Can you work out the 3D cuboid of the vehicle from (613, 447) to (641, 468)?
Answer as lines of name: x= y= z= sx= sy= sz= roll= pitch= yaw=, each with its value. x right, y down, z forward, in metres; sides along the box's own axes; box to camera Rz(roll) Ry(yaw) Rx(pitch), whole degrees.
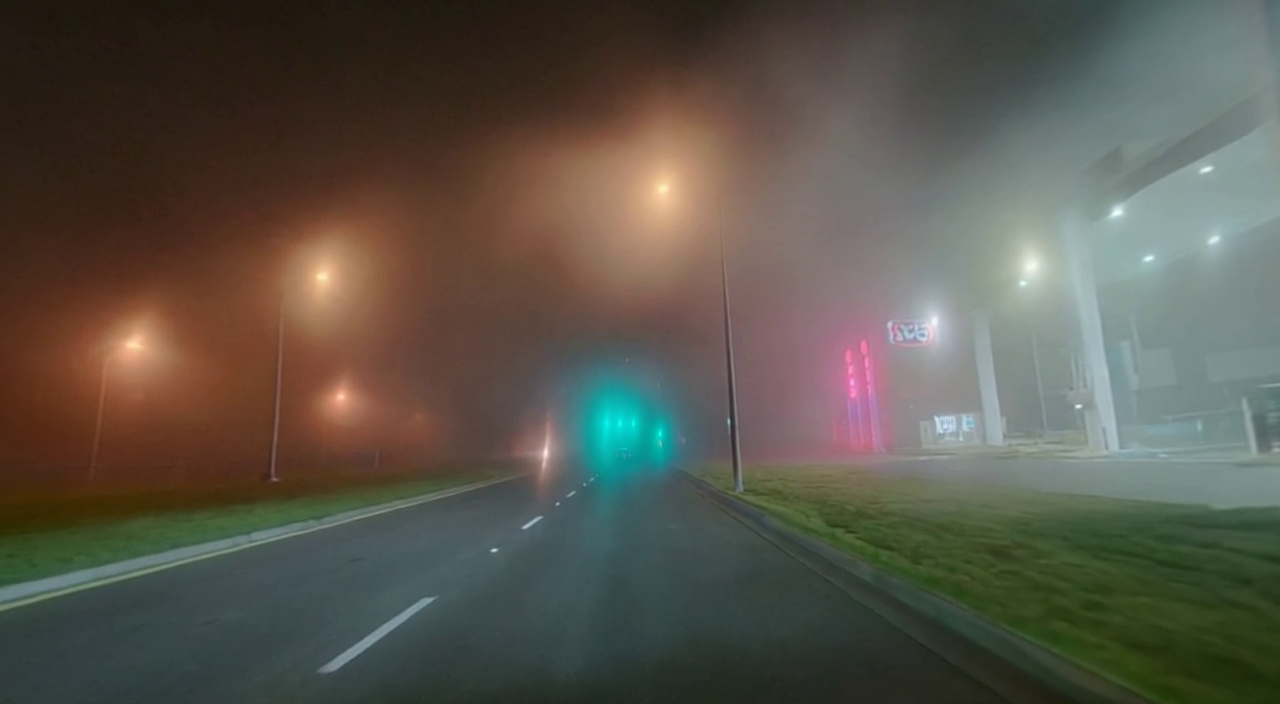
vehicle: x=-0.952 y=7.903 z=47.411 sx=2.050 sy=1.509 sz=4.148 roll=0 pitch=-8 yaw=0
